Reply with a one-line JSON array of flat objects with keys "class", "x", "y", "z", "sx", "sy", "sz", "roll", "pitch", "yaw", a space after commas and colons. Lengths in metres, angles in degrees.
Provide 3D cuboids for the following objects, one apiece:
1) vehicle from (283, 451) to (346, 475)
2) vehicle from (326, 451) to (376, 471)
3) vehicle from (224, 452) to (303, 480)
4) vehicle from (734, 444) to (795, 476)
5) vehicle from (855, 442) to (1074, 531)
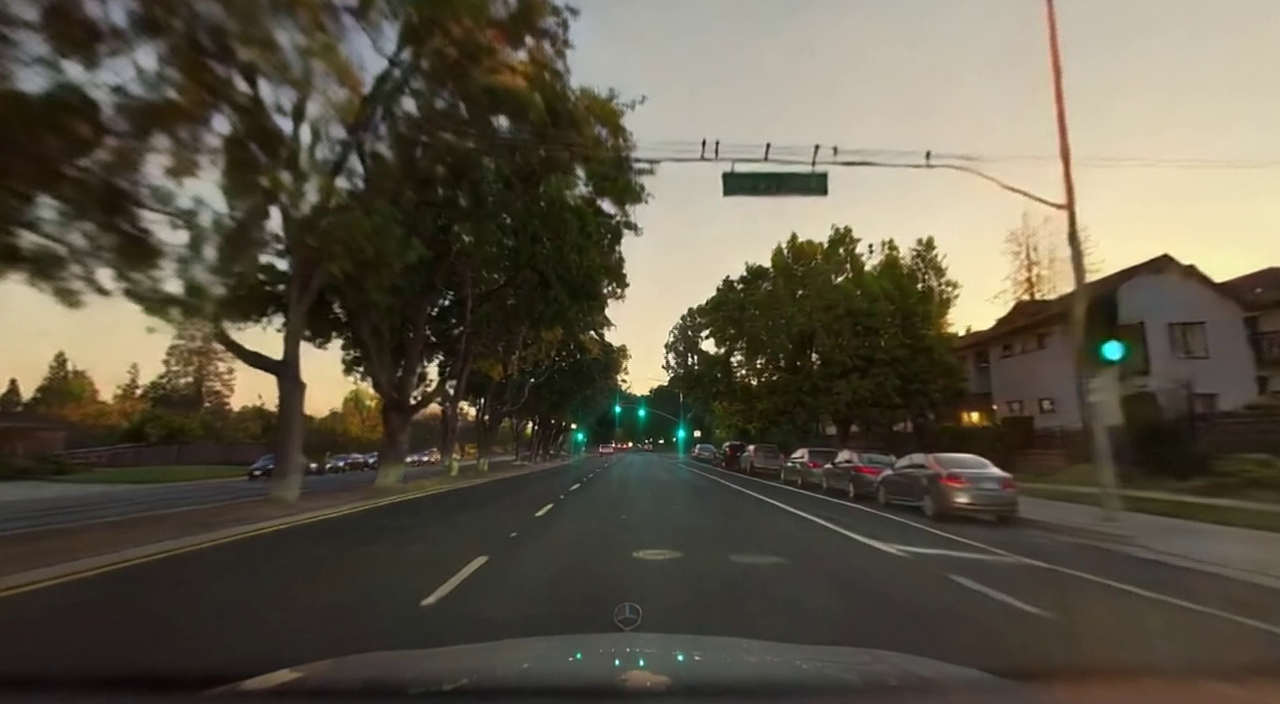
[{"class": "vehicle", "x": -22.196, "y": 7.570, "z": 43.040, "sx": 1.810, "sy": 1.490, "sz": 4.783, "roll": 0, "pitch": -9, "yaw": -1}, {"class": "vehicle", "x": -22.230, "y": 8.393, "z": 48.463, "sx": 1.785, "sy": 1.461, "sz": 4.377, "roll": 0, "pitch": -9, "yaw": 0}, {"class": "vehicle", "x": -22.199, "y": 6.705, "z": 37.233, "sx": 1.902, "sy": 1.478, "sz": 4.755, "roll": 0, "pitch": -9, "yaw": -2}, {"class": "vehicle", "x": 6.170, "y": 5.406, "z": 31.590, "sx": 1.945, "sy": 1.481, "sz": 4.421, "roll": 1, "pitch": -9, "yaw": -3}, {"class": "vehicle", "x": 6.309, "y": 2.639, "z": 13.028, "sx": 1.922, "sy": 1.494, "sz": 4.772, "roll": 0, "pitch": -9, "yaw": -1}]
